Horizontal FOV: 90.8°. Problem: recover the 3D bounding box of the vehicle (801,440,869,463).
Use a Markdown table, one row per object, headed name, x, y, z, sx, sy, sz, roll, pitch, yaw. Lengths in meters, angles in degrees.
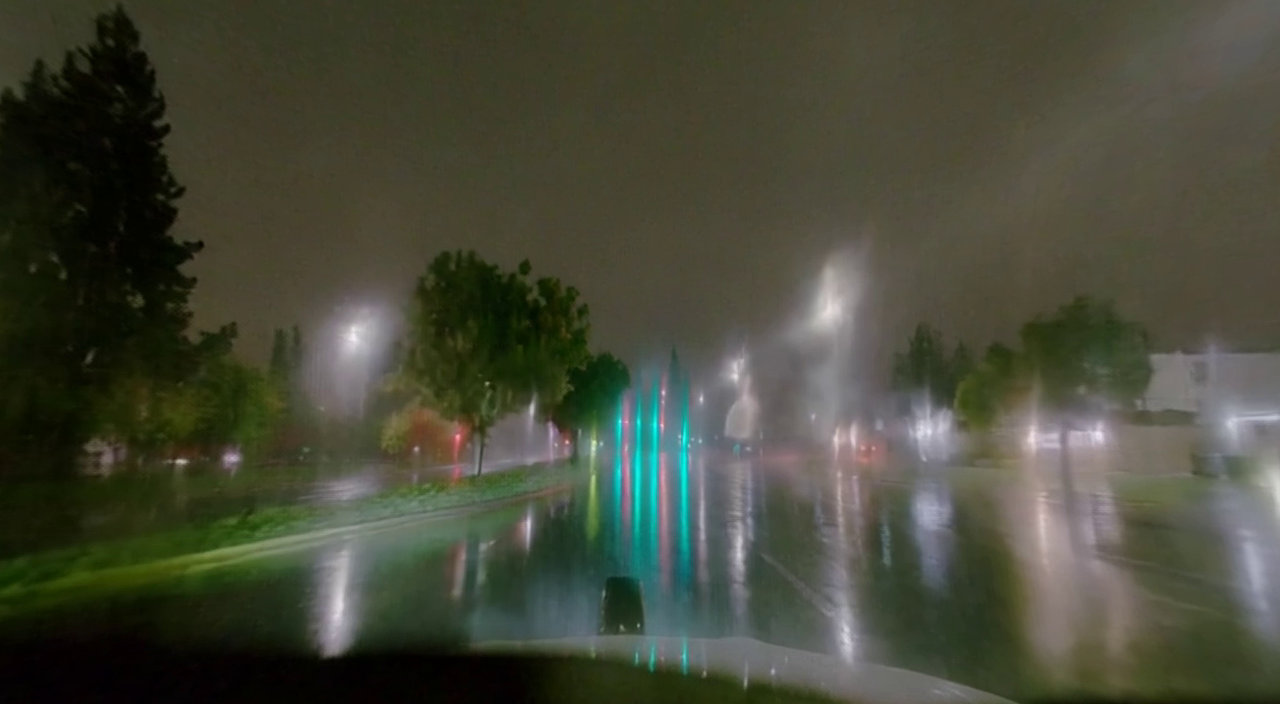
| name | x | y | z | sx | sy | sz | roll | pitch | yaw |
| --- | --- | --- | --- | --- | --- | --- | --- | --- | --- |
| vehicle | 15.292 | 7.797 | 49.621 | 4.605 | 1.779 | 2.135 | 0 | -9 | -1 |
